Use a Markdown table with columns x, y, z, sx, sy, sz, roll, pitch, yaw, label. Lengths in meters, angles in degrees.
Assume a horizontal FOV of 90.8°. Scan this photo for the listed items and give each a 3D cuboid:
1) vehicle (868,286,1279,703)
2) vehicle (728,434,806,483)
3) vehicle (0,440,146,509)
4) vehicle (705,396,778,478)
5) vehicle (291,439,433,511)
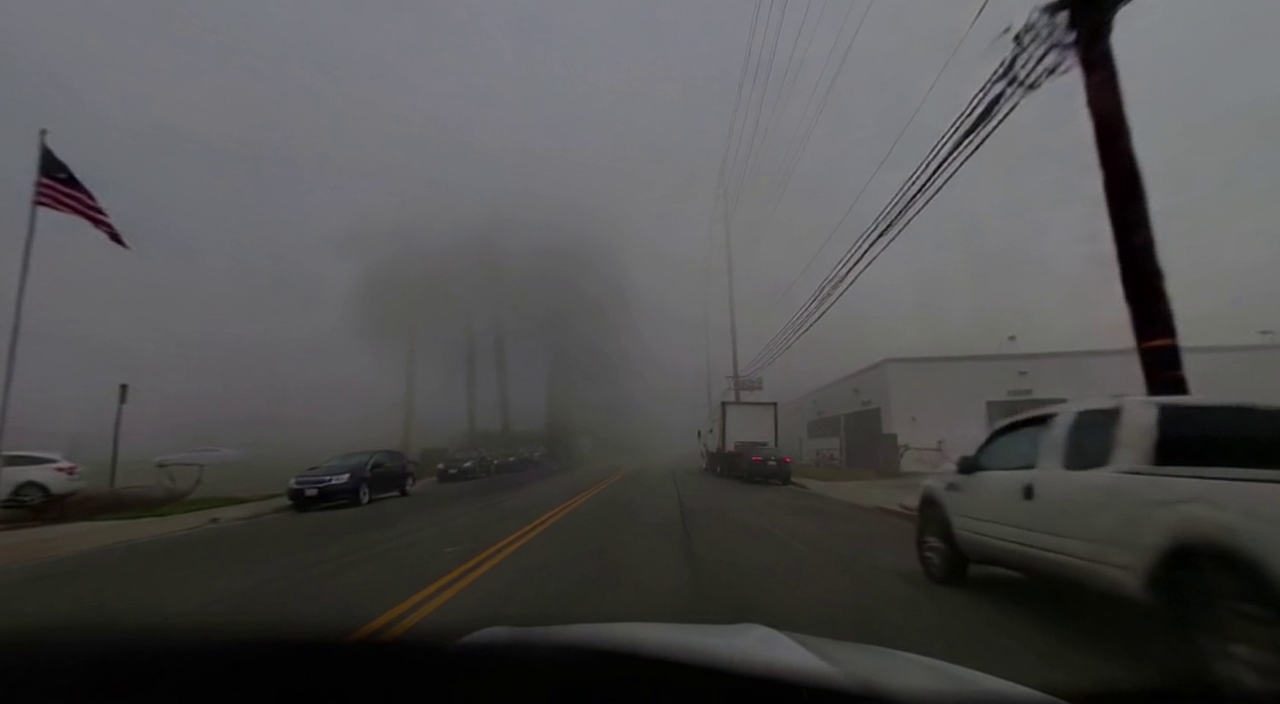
| x | y | z | sx | sy | sz | roll | pitch | yaw | label |
| --- | --- | --- | --- | --- | --- | --- | --- | --- | --- |
| 3.963 | 1.035 | 4.705 | 2.400 | 1.985 | 6.155 | 0 | -9 | 2 | vehicle |
| 4.923 | 4.220 | 25.316 | 2.141 | 1.739 | 5.130 | 0 | -9 | 1 | vehicle |
| -15.381 | 3.002 | 15.623 | 1.935 | 1.550 | 4.951 | -3 | -9 | 7 | vehicle |
| 5.099 | 4.582 | 33.615 | 2.933 | 3.697 | 10.065 | -1 | -9 | 4 | vehicle |
| -7.409 | 3.267 | 17.397 | 1.936 | 1.632 | 4.145 | -3 | -8 | 2 | vehicle |
